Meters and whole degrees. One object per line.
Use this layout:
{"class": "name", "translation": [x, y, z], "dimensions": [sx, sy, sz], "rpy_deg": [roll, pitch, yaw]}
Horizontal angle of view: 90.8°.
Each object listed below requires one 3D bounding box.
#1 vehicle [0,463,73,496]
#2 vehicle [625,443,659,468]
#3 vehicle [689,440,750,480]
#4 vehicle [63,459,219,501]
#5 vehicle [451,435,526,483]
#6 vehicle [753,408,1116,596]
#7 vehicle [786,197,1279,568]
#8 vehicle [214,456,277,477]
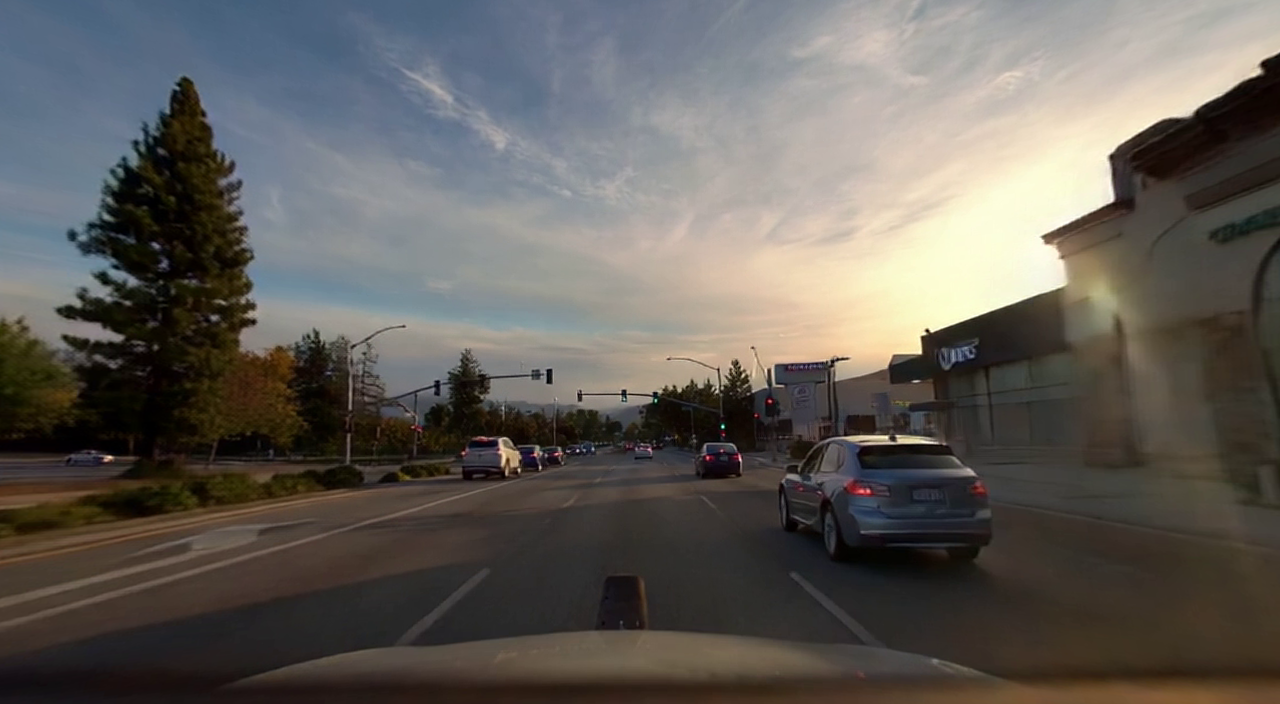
{"class": "vehicle", "translation": [-31.423, 6.307, 31.273], "dimensions": [4.434, 1.531, 2.003], "rpy_deg": [4, -9, -24]}
{"class": "vehicle", "translation": [0.099, 6.403, 39.184], "dimensions": [2.008, 1.464, 4.052], "rpy_deg": [0, -9, 0]}
{"class": "vehicle", "translation": [3.156, 4.361, 25.796], "dimensions": [1.842, 1.480, 4.155], "rpy_deg": [0, -9, -1]}
{"class": "vehicle", "translation": [-20.924, 5.339, 26.820], "dimensions": [2.016, 1.486, 4.892], "rpy_deg": [-2, -9, 14]}
{"class": "vehicle", "translation": [-6.354, 4.533, 27.068], "dimensions": [2.136, 1.837, 4.669], "rpy_deg": [0, -9, -1]}
{"class": "vehicle", "translation": [2.981, 1.650, 7.913], "dimensions": [2.174, 1.596, 4.779], "rpy_deg": [0, -9, -1]}
{"class": "vehicle", "translation": [7.039, 1.474, 15.262], "dimensions": [2.899, 4.154, 16.592], "rpy_deg": [0, -8, -1]}
{"class": "vehicle", "translation": [-30.979, 8.997, 49.741], "dimensions": [3.950, 1.536, 1.932], "rpy_deg": [4, -10, -27]}
